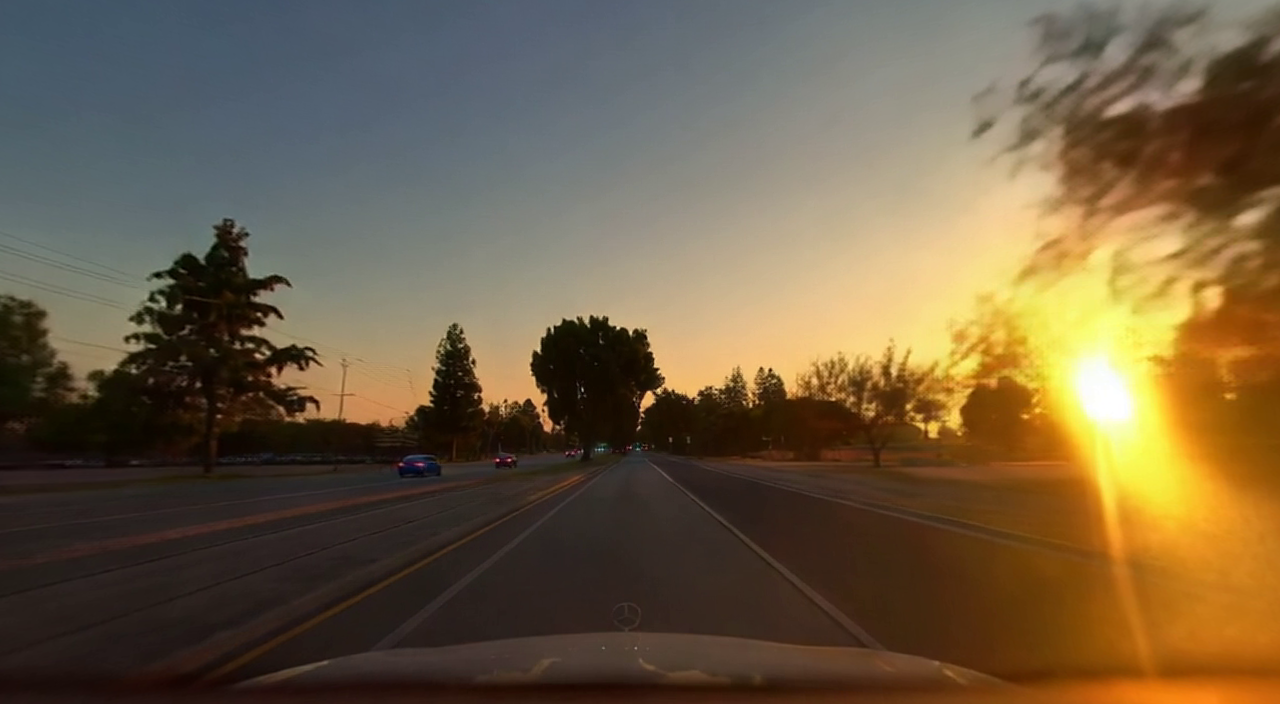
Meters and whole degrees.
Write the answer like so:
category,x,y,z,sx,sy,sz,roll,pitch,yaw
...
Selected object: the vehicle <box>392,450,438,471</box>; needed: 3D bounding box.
category,x,y,z,sx,sy,sz,roll,pitch,yaw
vehicle,-17.179,8.293,48.360,1.955,1.533,4.097,0,-9,0
